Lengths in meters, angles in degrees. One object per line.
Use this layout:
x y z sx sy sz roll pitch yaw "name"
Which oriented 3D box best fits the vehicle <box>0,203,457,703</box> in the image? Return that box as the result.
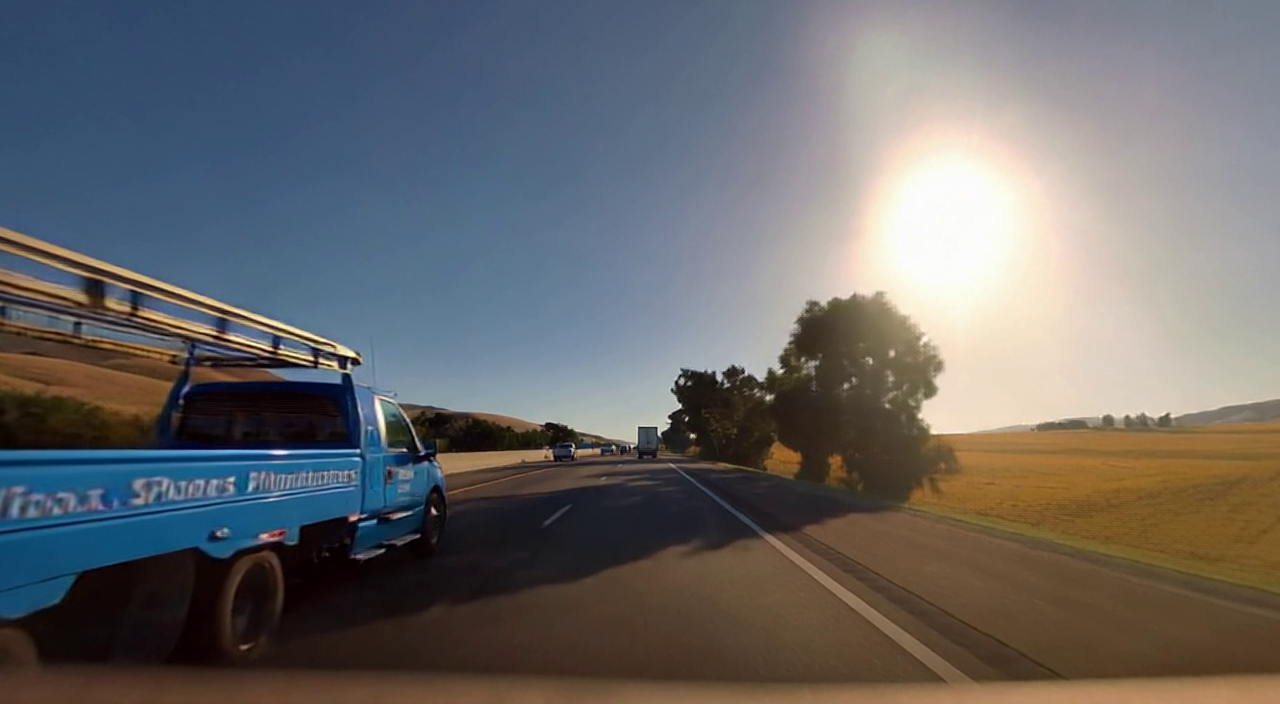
-3.773 0.962 4.629 2.791 2.330 6.725 -1 -8 0 "vehicle"
